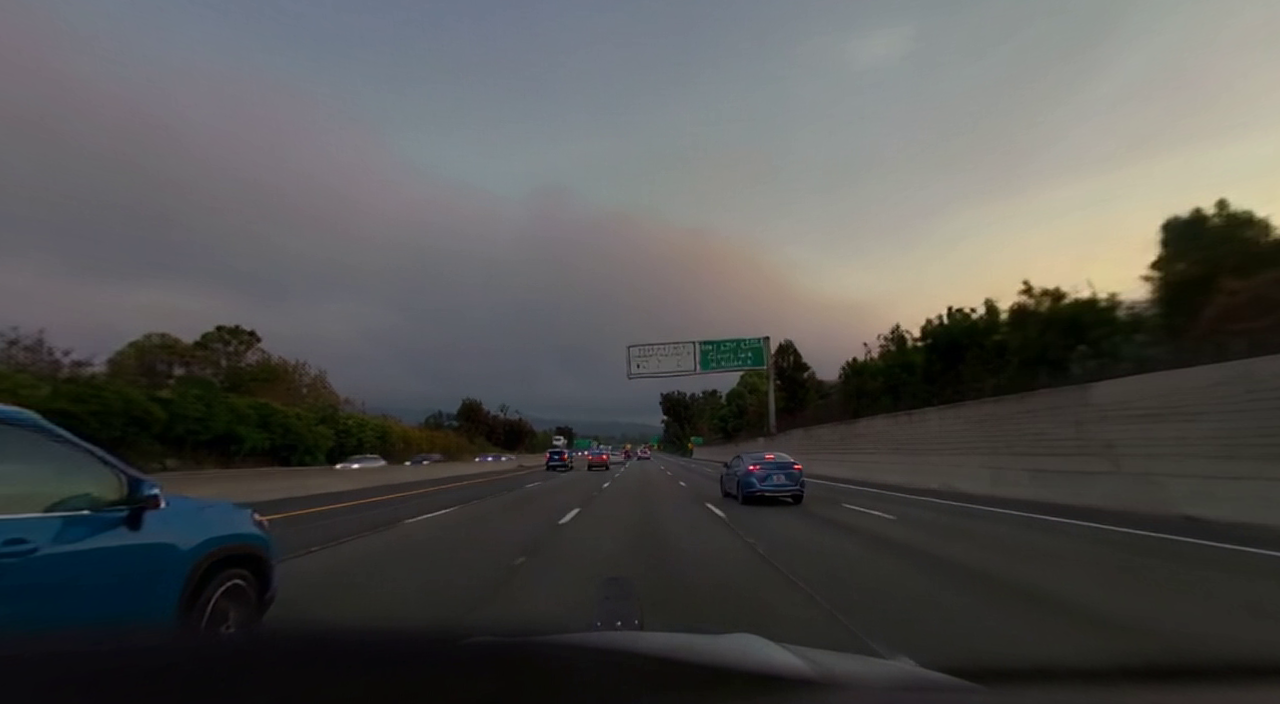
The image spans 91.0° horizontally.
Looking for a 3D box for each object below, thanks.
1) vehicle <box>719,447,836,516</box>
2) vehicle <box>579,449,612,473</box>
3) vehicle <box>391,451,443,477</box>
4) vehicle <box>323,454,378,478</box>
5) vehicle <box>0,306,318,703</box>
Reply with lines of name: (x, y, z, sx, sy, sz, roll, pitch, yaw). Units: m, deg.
vehicle: (3.272, 3.161, 15.905, 1.979, 1.486, 4.125, 0, -9, -1)
vehicle: (-3.084, 7.634, 44.505, 2.030, 1.563, 4.389, 0, -9, 0)
vehicle: (-14.842, 7.433, 42.152, 1.871, 1.575, 4.290, 0, -9, 1)
vehicle: (-21.366, 8.402, 46.694, 1.883, 1.620, 4.473, 0, -9, 2)
vehicle: (-3.170, 0.688, 1.773, 2.137, 1.756, 4.453, 0, -9, 0)
